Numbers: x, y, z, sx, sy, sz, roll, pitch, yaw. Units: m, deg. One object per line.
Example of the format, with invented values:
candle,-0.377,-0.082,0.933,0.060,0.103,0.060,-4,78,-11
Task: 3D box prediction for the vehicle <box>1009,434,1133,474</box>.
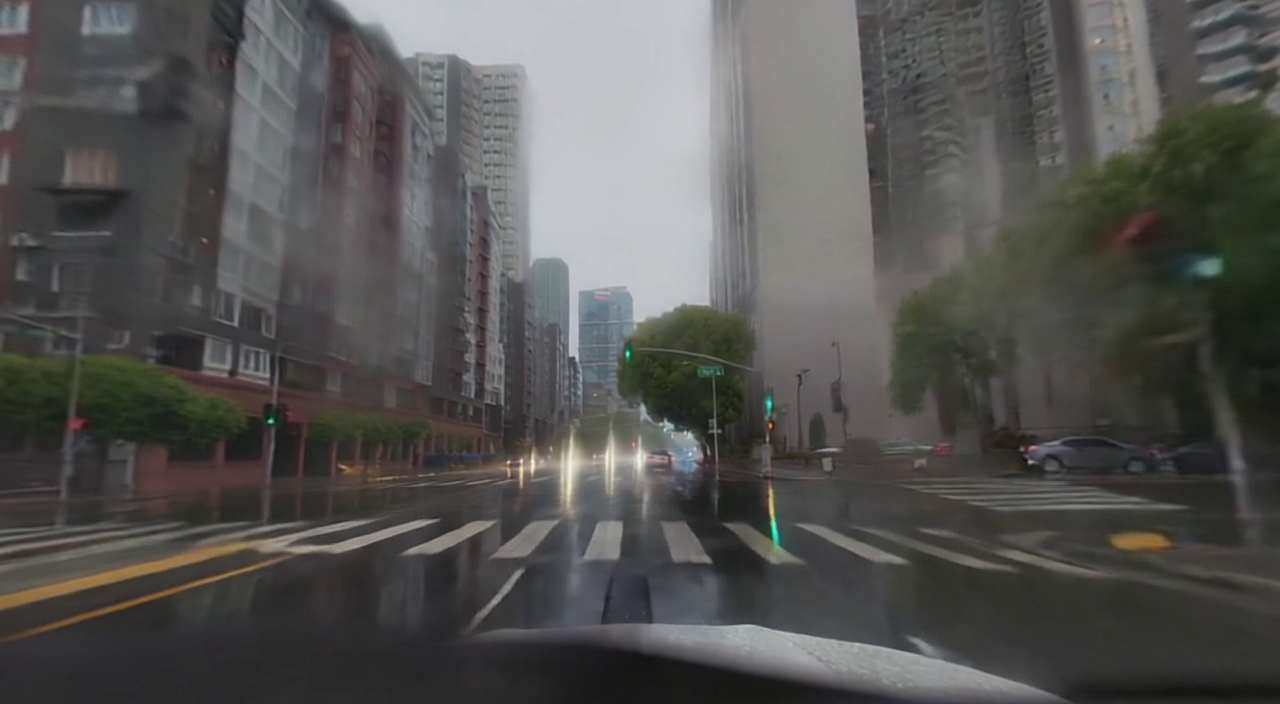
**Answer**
vehicle,18.555,4.404,27.266,4.009,1.620,1.882,0,-9,-4
